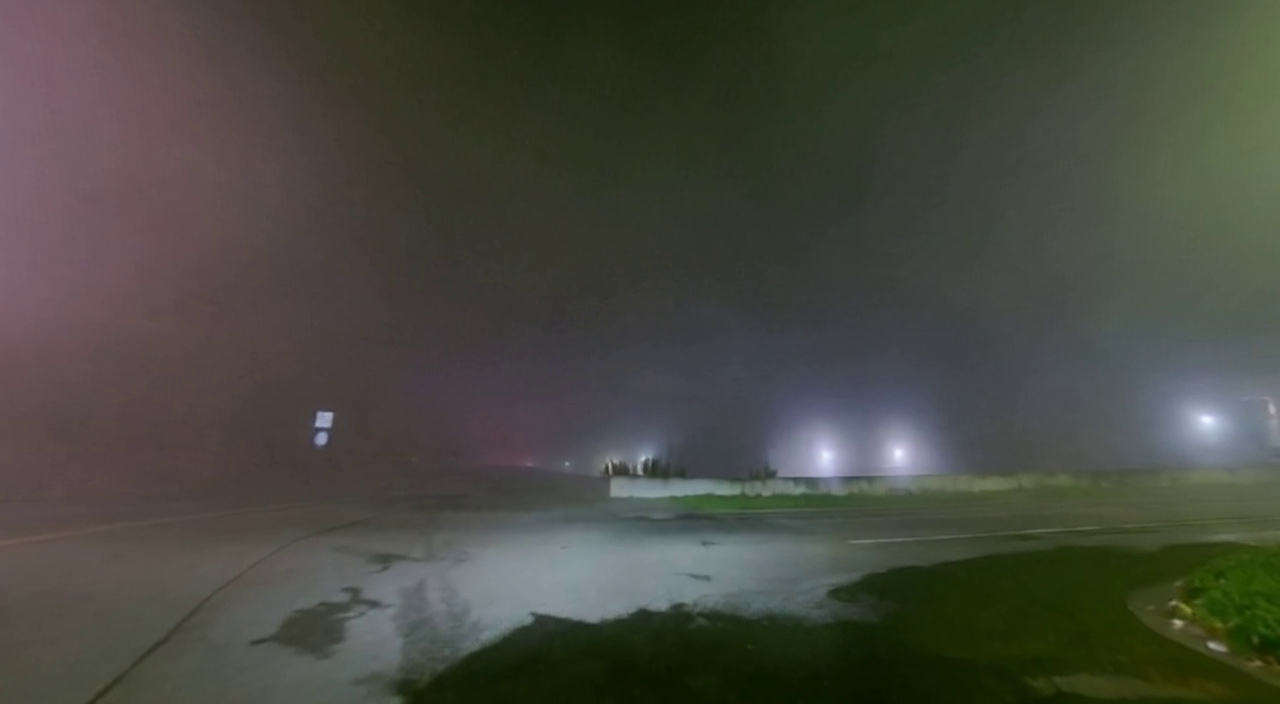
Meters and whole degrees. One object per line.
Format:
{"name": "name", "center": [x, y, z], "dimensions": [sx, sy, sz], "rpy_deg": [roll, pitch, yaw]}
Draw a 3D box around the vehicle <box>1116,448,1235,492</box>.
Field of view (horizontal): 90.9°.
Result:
{"name": "vehicle", "center": [21.629, 4.838, 25.681], "dimensions": [1.944, 1.608, 3.715], "rpy_deg": [-1, -12, 10]}
